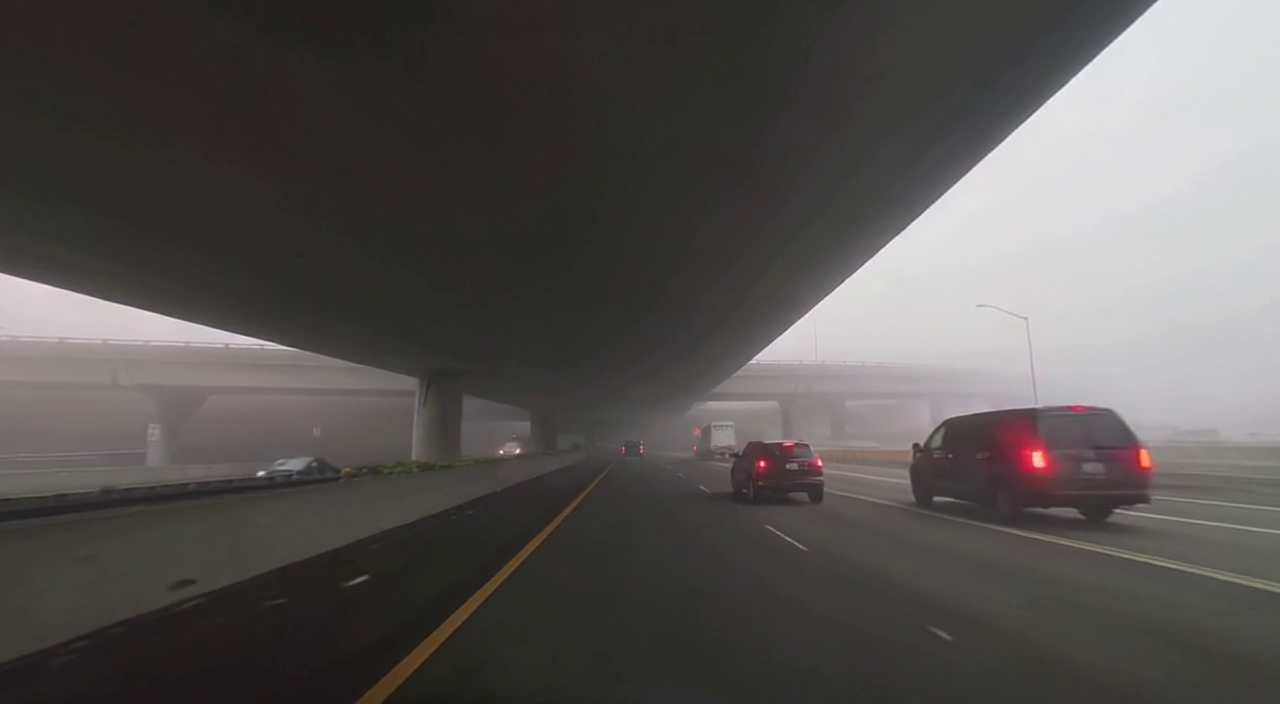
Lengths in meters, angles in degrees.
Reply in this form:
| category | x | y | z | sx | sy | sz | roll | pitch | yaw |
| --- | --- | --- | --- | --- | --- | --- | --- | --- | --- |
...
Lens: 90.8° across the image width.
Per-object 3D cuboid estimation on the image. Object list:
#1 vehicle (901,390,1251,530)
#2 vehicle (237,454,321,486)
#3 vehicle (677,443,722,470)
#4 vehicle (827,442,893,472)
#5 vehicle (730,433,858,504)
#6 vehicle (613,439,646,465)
| category | x | y | z | sx | sy | sz | roll | pitch | yaw |
| --- | --- | --- | --- | --- | --- | --- | --- | --- | --- |
| vehicle | 7.648 | 2.023 | 12.311 | 2.448 | 2.042 | 5.959 | 0 | -8 | -1 |
| vehicle | -19.009 | 6.209 | 33.524 | 1.812 | 1.471 | 4.520 | 0 | -8 | 0 |
| vehicle | 3.384 | 6.018 | 36.586 | 1.967 | 1.423 | 4.503 | 0 | -8 | -2 |
| vehicle | 11.434 | 5.467 | 33.131 | 1.852 | 1.463 | 4.156 | 0 | -8 | -1 |
| vehicle | 3.806 | 2.977 | 16.655 | 2.005 | 1.585 | 4.863 | 0 | -8 | -2 |
| vehicle | -0.761 | 7.152 | 45.439 | 2.256 | 1.743 | 4.189 | 0 | -8 | -1 |
